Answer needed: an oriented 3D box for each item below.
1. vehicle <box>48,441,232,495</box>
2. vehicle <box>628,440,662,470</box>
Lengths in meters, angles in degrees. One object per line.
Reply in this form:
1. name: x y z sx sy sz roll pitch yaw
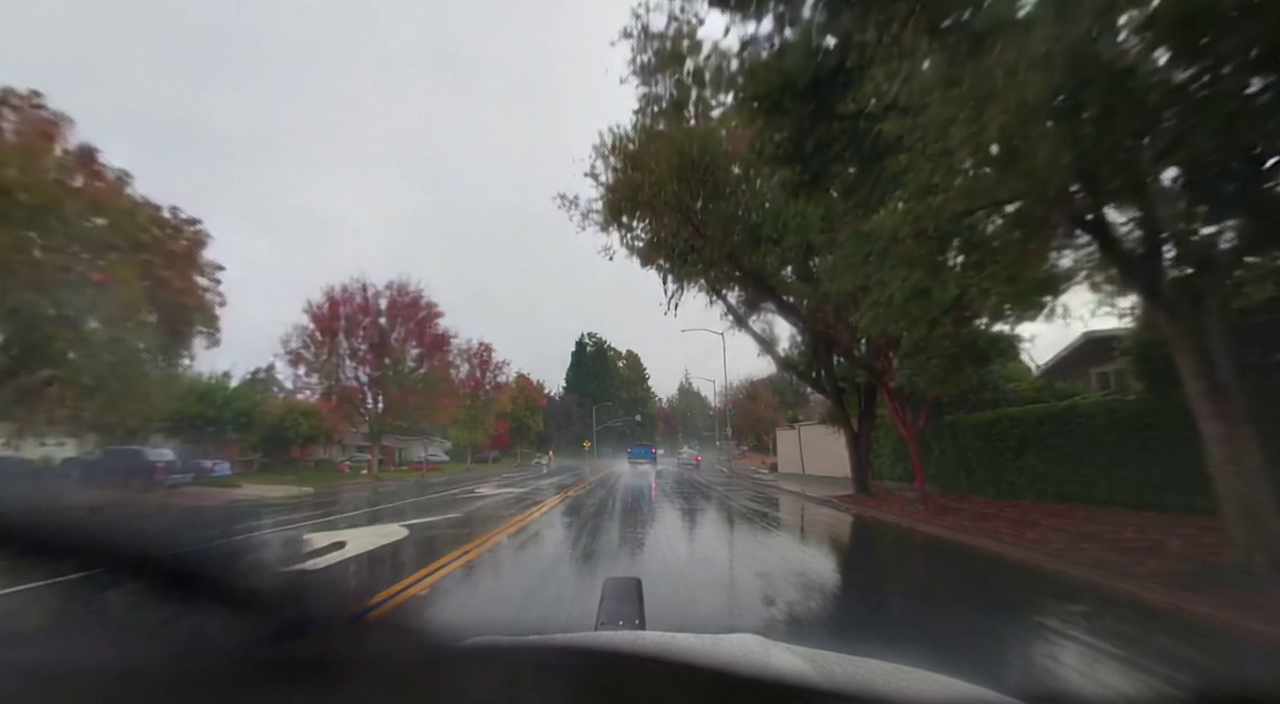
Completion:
1. vehicle: -19.233 4.468 24.524 5.209 1.967 2.153 0 -9 -1
2. vehicle: 0.429 7.251 44.562 2.153 1.942 4.767 0 -9 3
